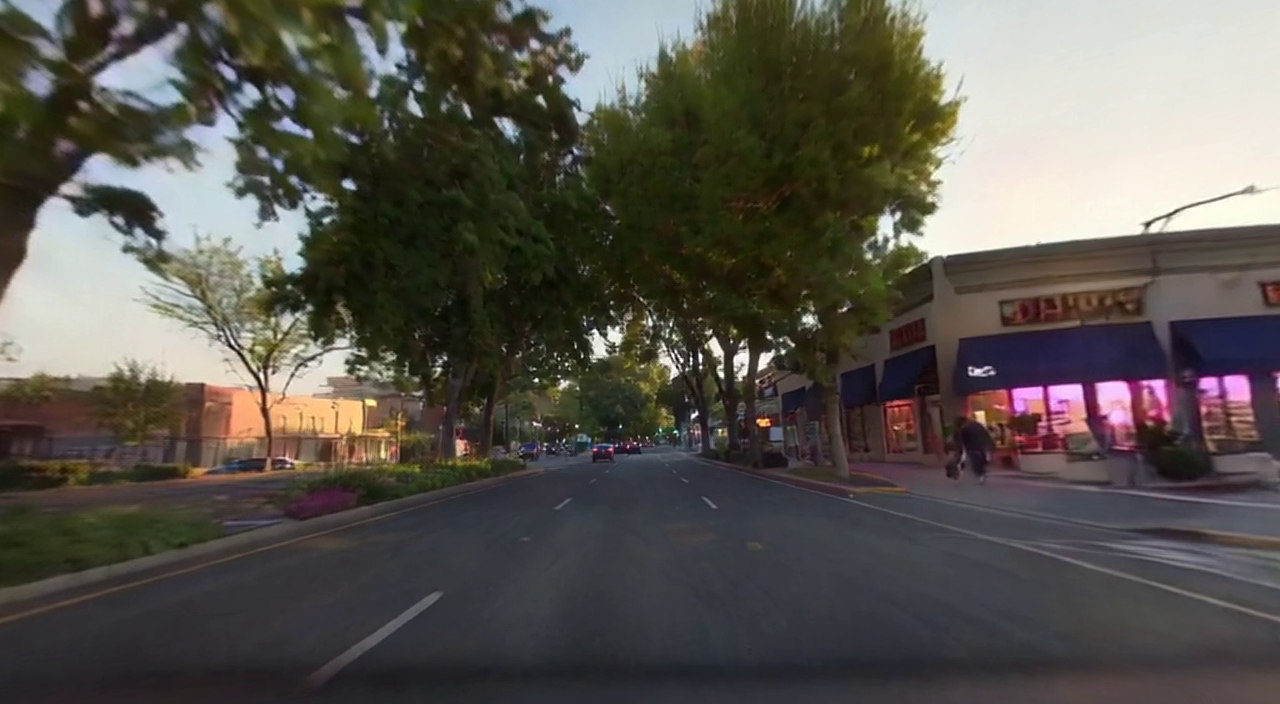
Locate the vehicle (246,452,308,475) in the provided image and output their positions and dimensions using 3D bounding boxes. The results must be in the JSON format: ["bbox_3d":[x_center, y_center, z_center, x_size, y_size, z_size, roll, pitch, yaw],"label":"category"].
[{"bbox_3d":[-26.163,8.027,45.585,1.850,1.477,4.492,0,-8,0],"label":"vehicle"}]

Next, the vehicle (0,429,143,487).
[{"bbox_3d":[-29.565,5.442,32.408,5.890,2.815,2.228,0,-8,-2],"label":"vehicle"}]
